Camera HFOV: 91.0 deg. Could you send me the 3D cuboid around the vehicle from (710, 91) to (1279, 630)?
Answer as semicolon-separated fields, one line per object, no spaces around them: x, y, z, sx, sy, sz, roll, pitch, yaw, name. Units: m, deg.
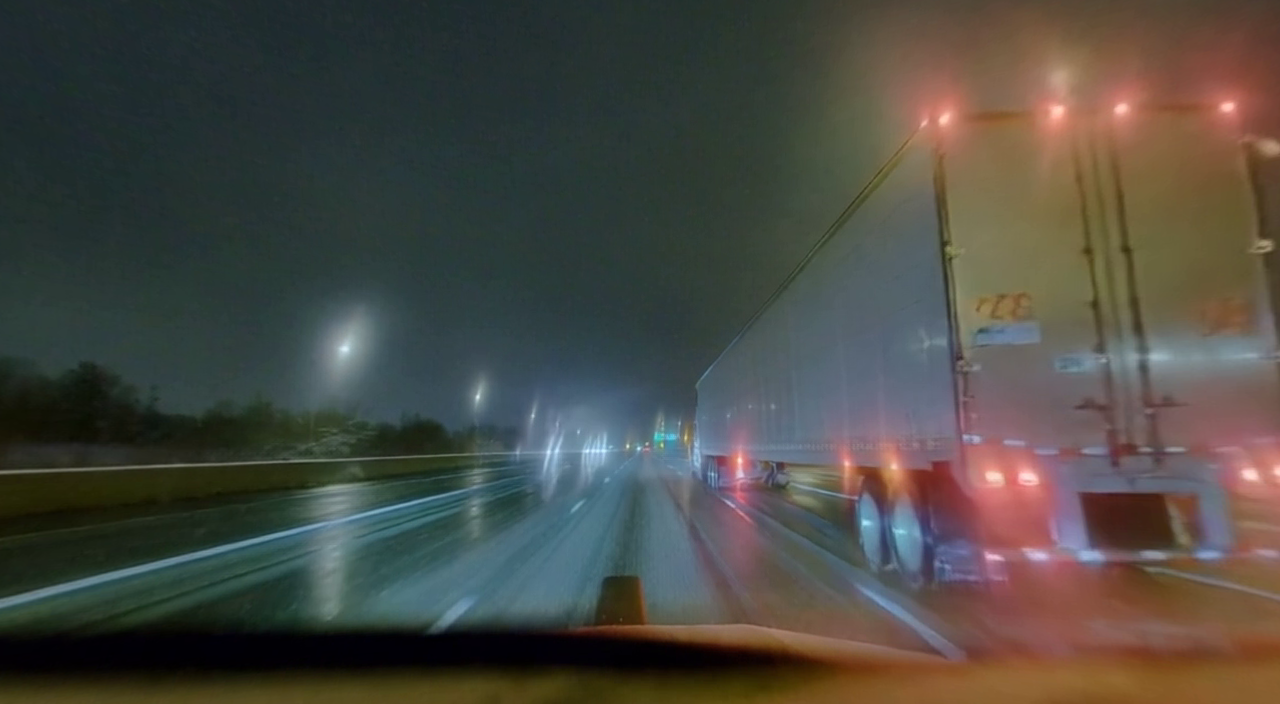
3.830;1.136;12.735;2.949;4.149;16.046;0;-9;0;vehicle
